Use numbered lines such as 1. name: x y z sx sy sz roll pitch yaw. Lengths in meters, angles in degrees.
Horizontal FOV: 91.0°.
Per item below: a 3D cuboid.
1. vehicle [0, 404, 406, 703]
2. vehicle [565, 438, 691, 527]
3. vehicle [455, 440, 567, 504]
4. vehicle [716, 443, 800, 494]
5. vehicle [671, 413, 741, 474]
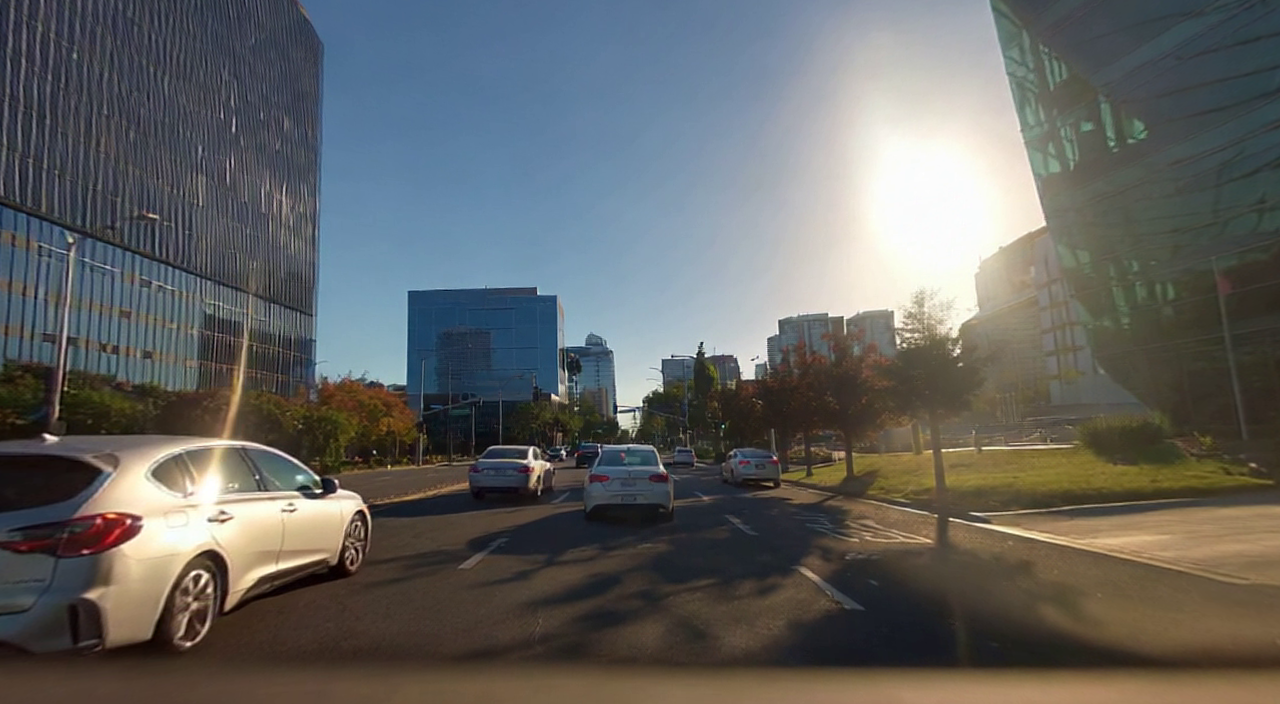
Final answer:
1. vehicle: -3.630 1.318 5.065 1.933 1.520 4.195 0 -9 -1
2. vehicle: -0.165 2.575 13.089 2.174 1.509 4.374 0 -9 1
3. vehicle: -3.351 3.217 17.405 2.044 1.508 4.479 0 -9 1
4. vehicle: 3.858 3.879 21.339 1.940 1.514 4.187 0 -9 -1
5. vehicle: 3.917 5.934 40.709 3.074 3.316 12.953 0 -9 0
